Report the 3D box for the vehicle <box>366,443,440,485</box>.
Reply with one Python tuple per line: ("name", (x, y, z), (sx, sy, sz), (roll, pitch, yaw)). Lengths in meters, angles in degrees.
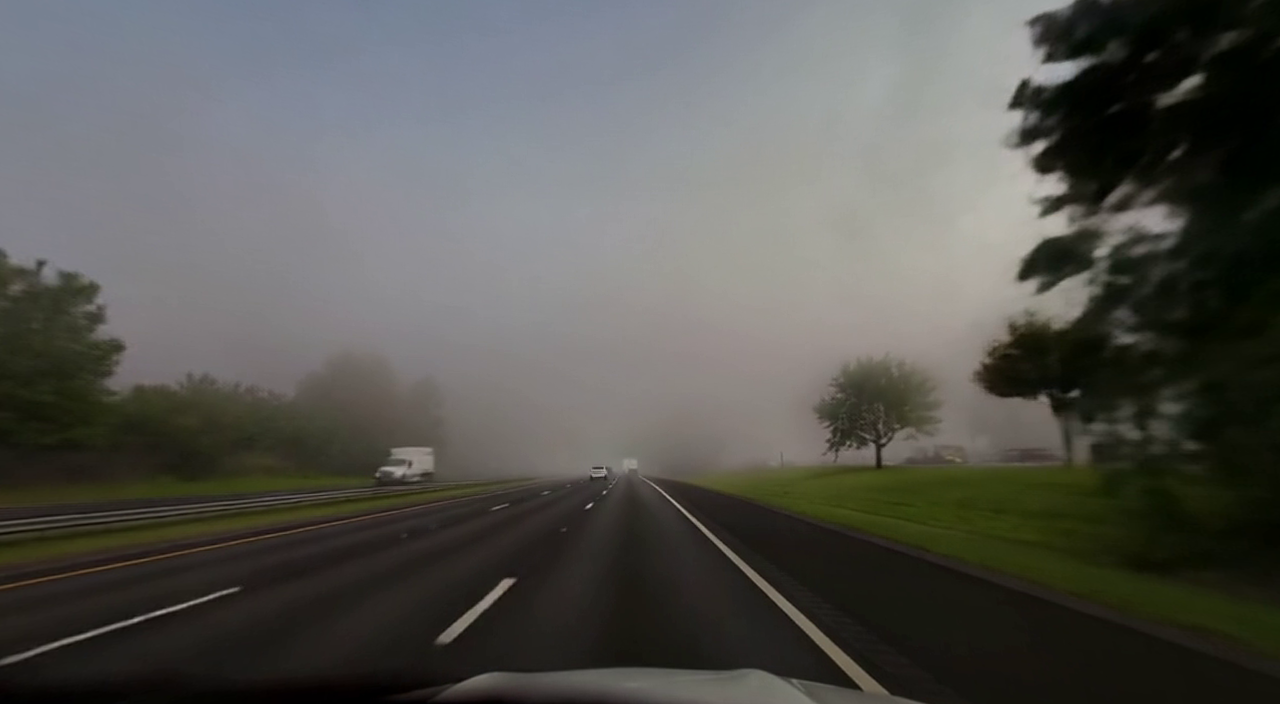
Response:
("vehicle", (-17.968, 8.631, 48.311), (2.657, 2.861, 7.458), (1, -11, 0))
